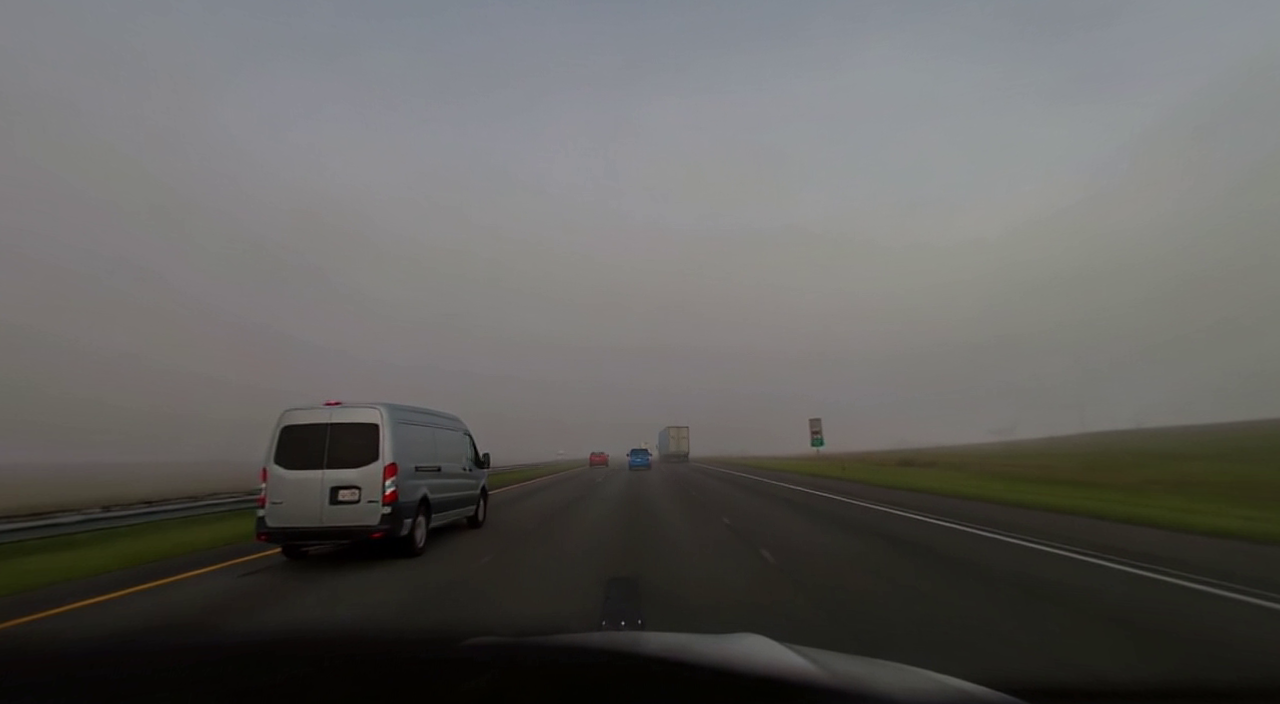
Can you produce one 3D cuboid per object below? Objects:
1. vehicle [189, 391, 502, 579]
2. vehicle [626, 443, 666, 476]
[{"bbox_3d":[-3.656,1.776,9.125,2.238,1.984,4.650,0,-9,0],"label":"vehicle"},{"bbox_3d":[0.319,5.918,34.814,2.083,1.689,4.083,0,-9,0],"label":"vehicle"}]
